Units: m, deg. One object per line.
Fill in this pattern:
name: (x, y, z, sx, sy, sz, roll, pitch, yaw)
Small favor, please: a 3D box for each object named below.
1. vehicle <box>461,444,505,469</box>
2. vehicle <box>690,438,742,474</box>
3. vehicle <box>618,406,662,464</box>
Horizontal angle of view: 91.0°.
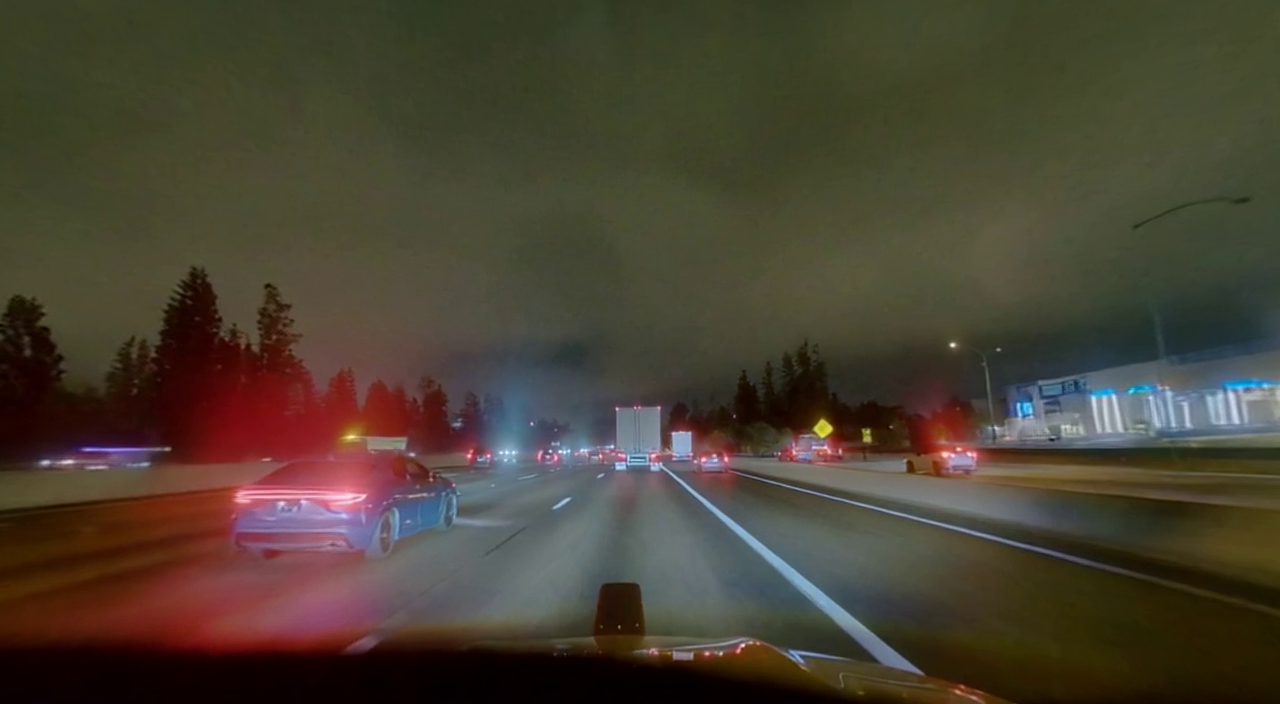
vehicle: (-10.967, 7.332, 44.220, 1.966, 1.627, 4.258, 0, -9, 1)
vehicle: (3.845, 5.353, 32.588, 2.107, 1.707, 4.445, 0, -9, 0)
vehicle: (0.182, 6.476, 48.371, 3.012, 3.928, 10.262, 0, -9, 2)
